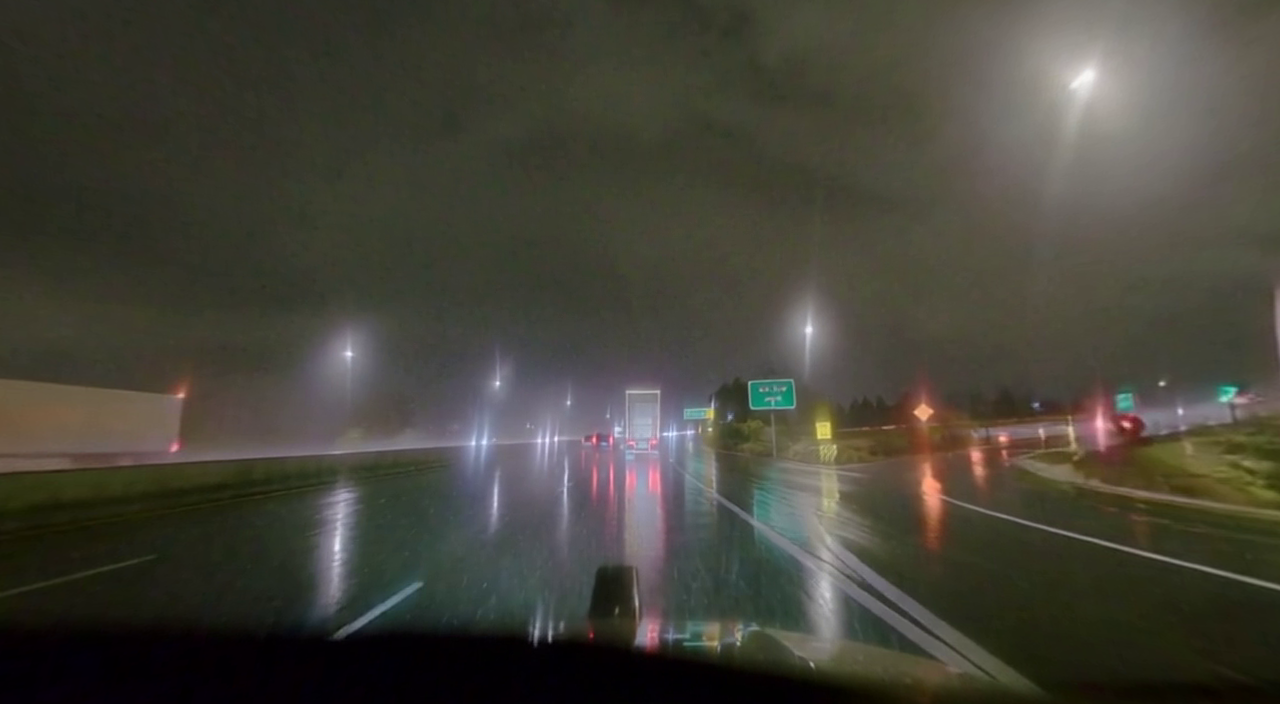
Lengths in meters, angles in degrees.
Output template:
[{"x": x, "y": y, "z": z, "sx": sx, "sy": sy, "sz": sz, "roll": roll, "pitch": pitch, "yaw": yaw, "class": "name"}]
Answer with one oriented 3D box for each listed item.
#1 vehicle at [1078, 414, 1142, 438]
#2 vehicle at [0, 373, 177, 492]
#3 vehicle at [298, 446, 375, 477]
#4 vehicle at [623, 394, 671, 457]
[{"x": 34.232, "y": 5.422, "z": 45.747, "sx": 4.346, "sy": 1.637, "sz": 2.091, "roll": 4, "pitch": -9, "yaw": -30, "class": "vehicle"}, {"x": -23.591, "y": 2.891, "z": 22.512, "sx": 2.940, "sy": 4.056, "sz": 14.297, "roll": 0, "pitch": -8, "yaw": 1, "class": "vehicle"}, {"x": -15.665, "y": 5.648, "z": 32.690, "sx": 1.846, "sy": 1.465, "sz": 4.149, "roll": 0, "pitch": -8, "yaw": 1, "class": "vehicle"}, {"x": 0.459, "y": 5.439, "z": 45.667, "sx": 3.024, "sy": 4.019, "sz": 10.605, "roll": 0, "pitch": -8, "yaw": 0, "class": "vehicle"}]
